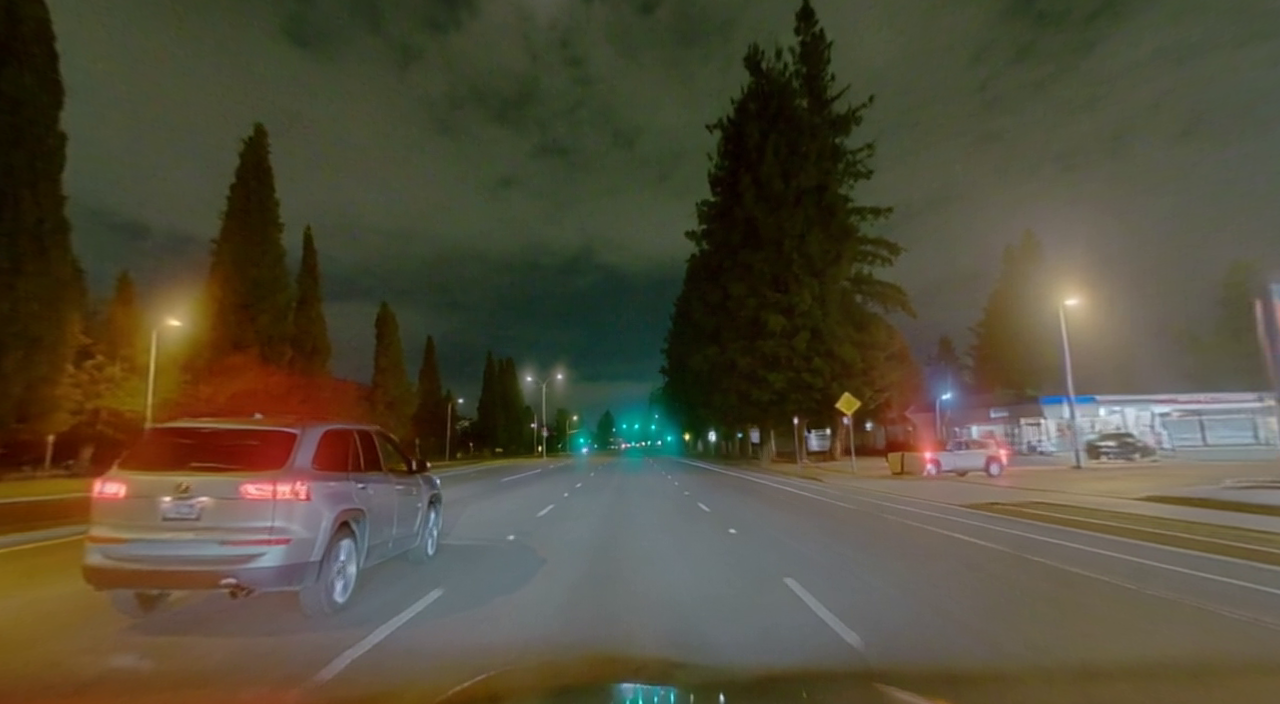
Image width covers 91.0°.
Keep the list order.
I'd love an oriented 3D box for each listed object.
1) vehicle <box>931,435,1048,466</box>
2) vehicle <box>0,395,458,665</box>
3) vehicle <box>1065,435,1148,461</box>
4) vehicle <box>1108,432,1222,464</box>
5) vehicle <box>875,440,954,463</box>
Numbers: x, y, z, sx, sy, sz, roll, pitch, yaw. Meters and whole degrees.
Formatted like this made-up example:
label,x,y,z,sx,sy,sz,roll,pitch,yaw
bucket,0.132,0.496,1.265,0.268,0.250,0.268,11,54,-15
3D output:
label,x,y,z,sx,sy,sz,roll,pitch,yaw
vehicle,17.427,4.955,31.616,4.671,1.466,1.937,0,-9,5
vehicle,-3.527,1.450,6.309,2.039,1.656,4.710,0,-9,-1
vehicle,30.706,6.353,41.530,3.806,1.635,1.937,-1,-9,7
vehicle,30.085,5.514,36.205,4.507,1.752,2.016,-1,-9,9
vehicle,18.242,6.619,41.982,4.398,1.457,1.806,0,-9,1
